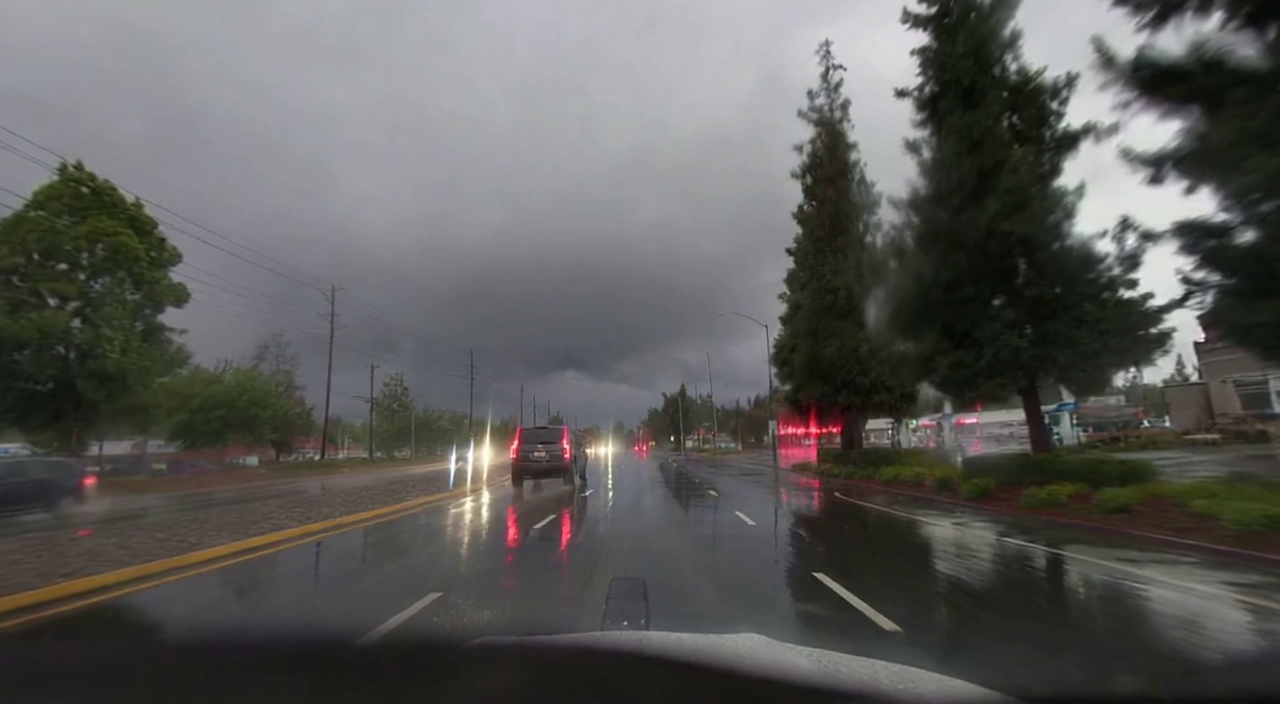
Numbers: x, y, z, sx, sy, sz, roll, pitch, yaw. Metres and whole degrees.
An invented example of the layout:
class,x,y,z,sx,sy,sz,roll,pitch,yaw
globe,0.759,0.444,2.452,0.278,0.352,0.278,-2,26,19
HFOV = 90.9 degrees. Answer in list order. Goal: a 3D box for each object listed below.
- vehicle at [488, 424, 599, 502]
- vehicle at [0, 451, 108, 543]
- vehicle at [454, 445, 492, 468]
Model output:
class,x,y,z,sx,sy,sz,roll,pitch,yaw
vehicle,-2.481,3.024,17.585,2.190,1.844,4.751,0,-8,2
vehicle,-12.302,2.601,11.102,1.998,1.597,4.445,-2,-8,0
vehicle,-13.181,8.236,49.944,1.825,1.705,4.234,0,-8,0
